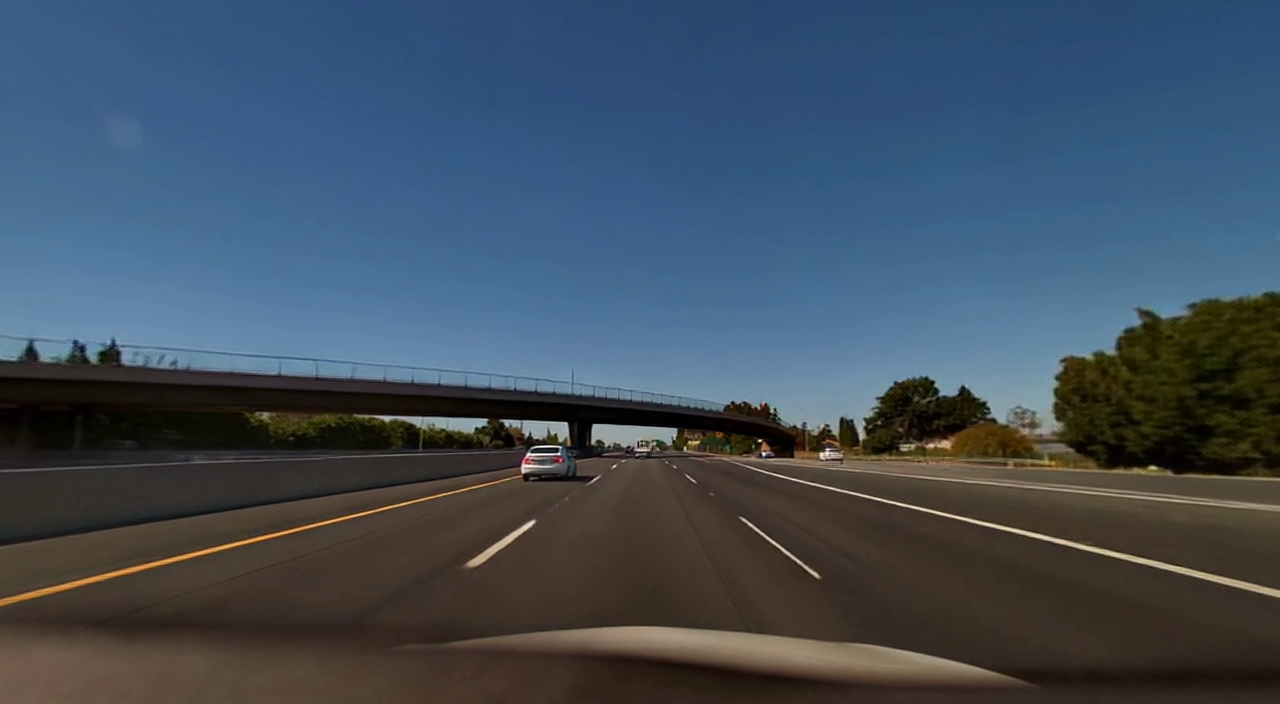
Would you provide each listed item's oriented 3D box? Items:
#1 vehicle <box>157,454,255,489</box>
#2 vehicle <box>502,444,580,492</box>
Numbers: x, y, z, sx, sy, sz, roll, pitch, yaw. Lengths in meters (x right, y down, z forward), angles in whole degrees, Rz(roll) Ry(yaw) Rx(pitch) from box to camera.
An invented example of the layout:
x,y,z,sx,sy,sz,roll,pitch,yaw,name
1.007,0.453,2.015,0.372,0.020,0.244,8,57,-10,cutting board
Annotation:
x,y,z,sx,sy,sz,roll,pitch,yaw,name
-20.249,5.564,29.603,1.755,1.449,4.009,0,-8,0,vehicle
-3.302,3.936,21.785,1.968,1.504,3.892,0,-8,1,vehicle
